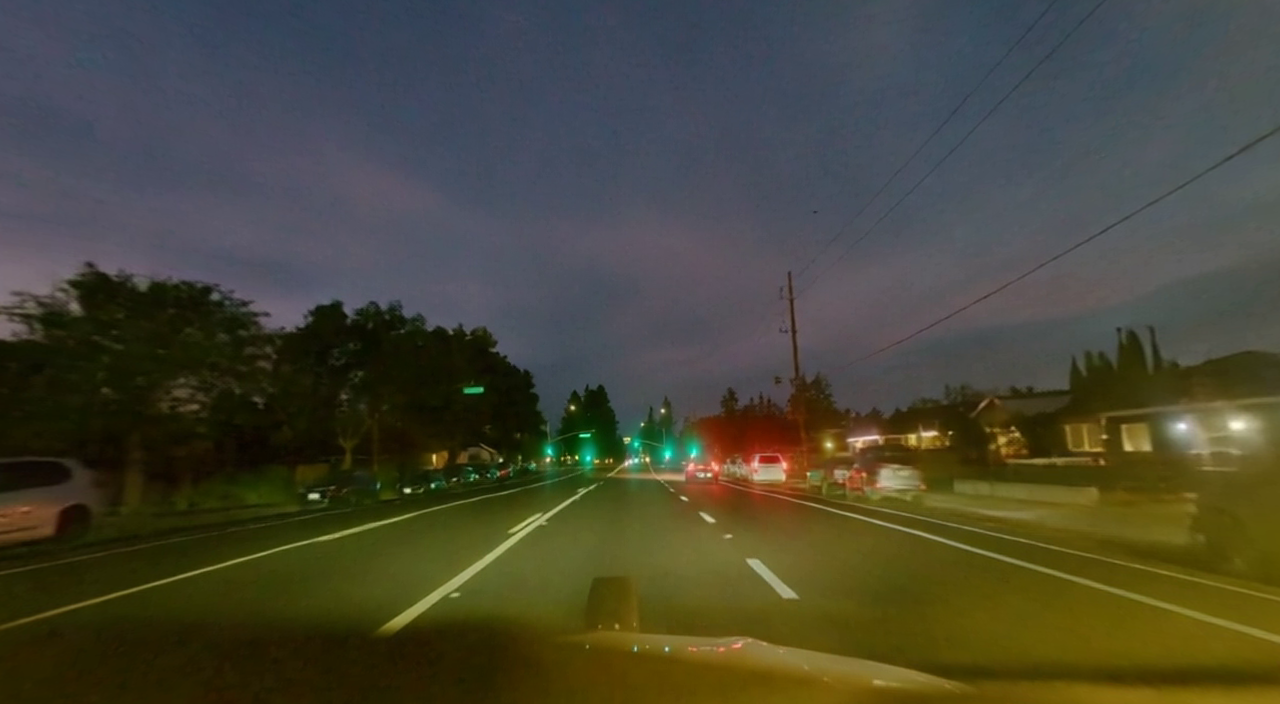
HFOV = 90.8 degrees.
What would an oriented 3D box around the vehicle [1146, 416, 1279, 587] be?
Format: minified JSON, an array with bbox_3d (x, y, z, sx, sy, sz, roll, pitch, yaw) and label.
[{"bbox_3d":[7.839,1.449,5.756,2.001,1.793,5.146,0,-8,-3],"label":"vehicle"}]

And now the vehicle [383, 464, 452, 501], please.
[{"bbox_3d":[-11.854,6.971,34.075,1.888,1.668,5.052,0,-8,0],"label":"vehicle"}]

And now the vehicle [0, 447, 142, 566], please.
[{"bbox_3d":[-11.568,2.620,10.934,2.181,1.920,4.570,0,-8,-1],"label":"vehicle"}]

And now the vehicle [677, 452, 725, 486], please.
[{"bbox_3d":[3.129,6.093,33.241,1.951,1.620,4.582,0,-8,-2],"label":"vehicle"}]

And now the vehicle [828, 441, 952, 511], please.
[{"bbox_3d":[7.495,3.715,19.563,1.873,1.867,4.673,0,-8,-1],"label":"vehicle"}]

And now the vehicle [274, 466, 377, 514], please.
[{"bbox_3d":[-11.790,5.163,24.042,1.809,1.476,4.423,0,-8,-3],"label":"vehicle"}]

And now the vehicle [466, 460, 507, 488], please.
[{"bbox_3d":[-11.578,9.198,47.941,2.049,1.848,4.693,0,-8,-1],"label":"vehicle"}]

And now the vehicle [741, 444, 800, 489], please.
[{"bbox_3d":[7.154,6.333,35.330,2.081,2.286,4.941,0,-8,-2],"label":"vehicle"}]
